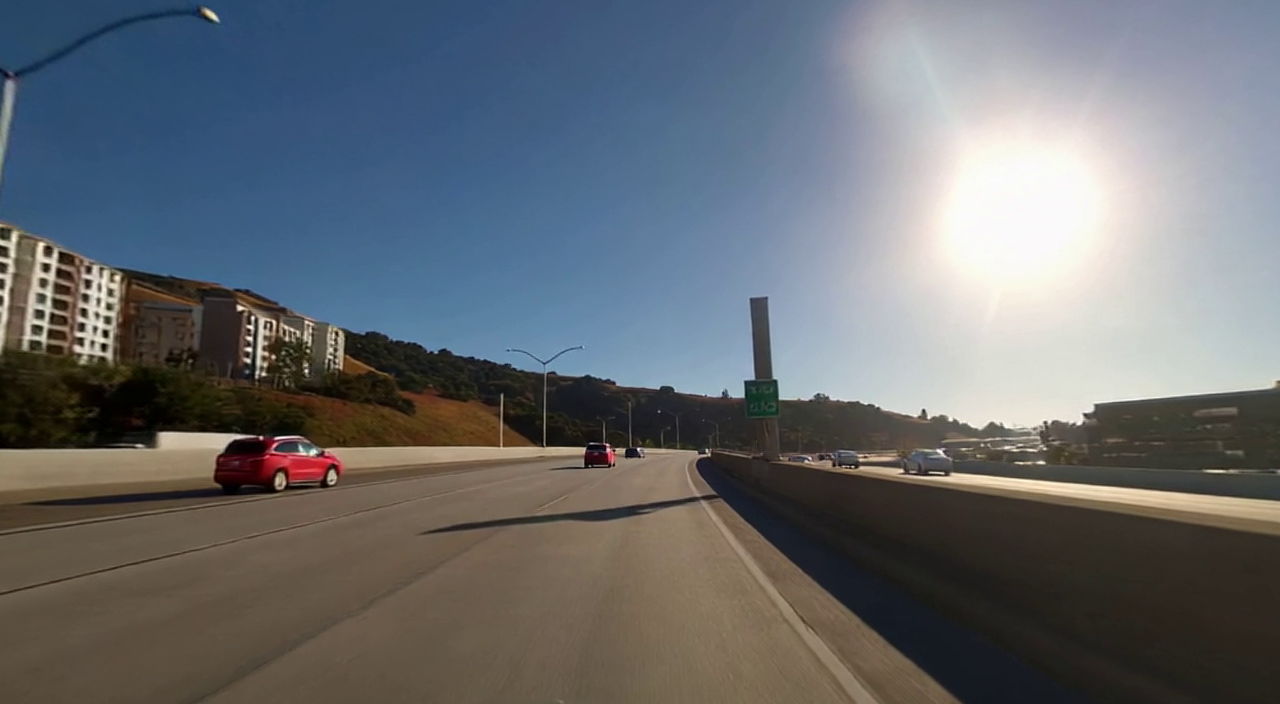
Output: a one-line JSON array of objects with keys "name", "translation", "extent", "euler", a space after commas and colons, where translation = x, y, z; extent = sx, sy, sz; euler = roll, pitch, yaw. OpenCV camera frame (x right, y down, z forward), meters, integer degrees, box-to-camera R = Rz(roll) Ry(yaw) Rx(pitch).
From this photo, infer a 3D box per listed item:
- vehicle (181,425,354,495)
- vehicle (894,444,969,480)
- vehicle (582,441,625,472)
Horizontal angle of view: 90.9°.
[{"name": "vehicle", "translation": [-10.464, 3.068, 18.262], "extent": [2.039, 1.746, 4.528], "euler": [-1, -8, 3]}, {"name": "vehicle", "translation": [13.804, 5.190, 30.173], "extent": [1.786, 1.559, 4.496], "euler": [-1, -8, 5]}, {"name": "vehicle", "translation": [-2.115, 6.238, 37.884], "extent": [2.028, 1.782, 4.150], "euler": [-1, -8, 4]}]
